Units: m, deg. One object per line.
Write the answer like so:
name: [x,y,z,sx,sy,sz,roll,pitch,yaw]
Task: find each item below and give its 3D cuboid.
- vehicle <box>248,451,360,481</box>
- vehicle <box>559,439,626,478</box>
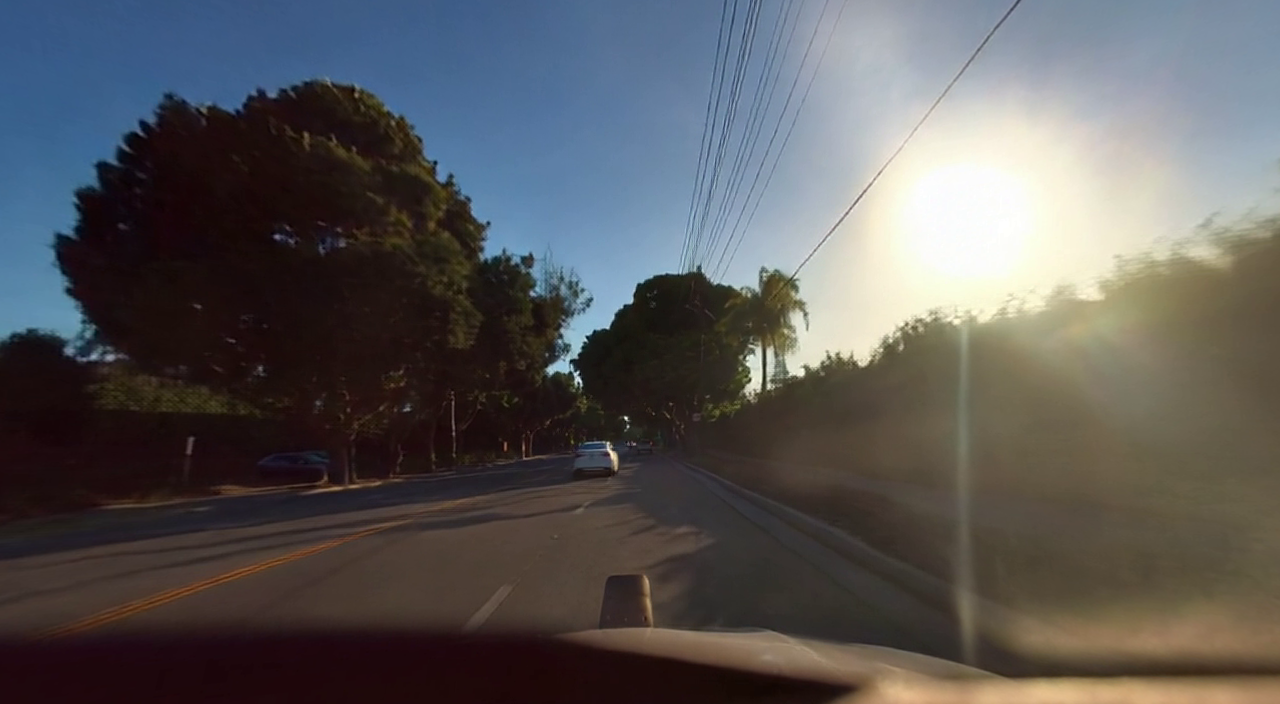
vehicle: [-17.999,6.119,33.933,4.916,1.474,2.008,0,-8,1]
vehicle: [-1.845,4.333,25.884,2.153,1.461,4.374,-1,-8,3]
